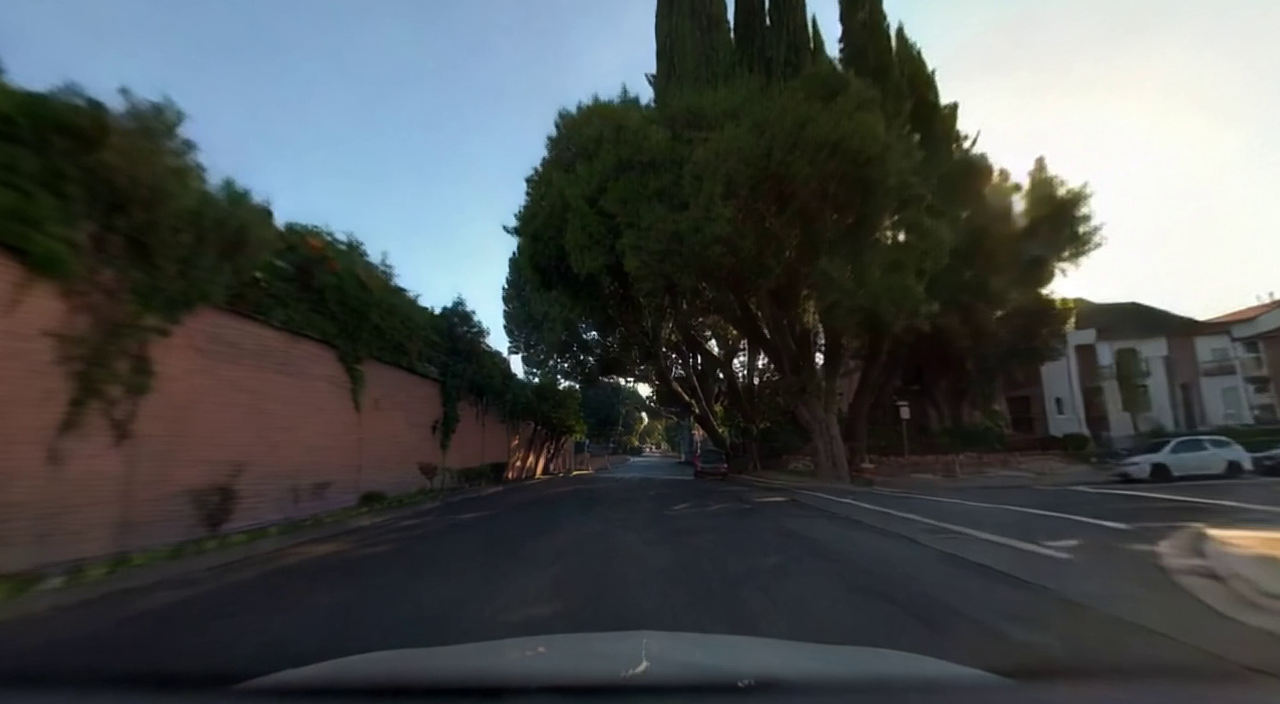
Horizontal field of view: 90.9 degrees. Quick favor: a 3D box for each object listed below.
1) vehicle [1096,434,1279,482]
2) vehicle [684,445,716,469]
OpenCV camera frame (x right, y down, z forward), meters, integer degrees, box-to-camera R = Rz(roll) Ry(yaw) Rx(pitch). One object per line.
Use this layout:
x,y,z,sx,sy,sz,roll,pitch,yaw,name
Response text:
19.044,3.715,21.967,4.697,1.502,2.124,1,-11,-4,vehicle
4.452,7.875,47.677,2.048,1.596,5.543,1,-8,2,vehicle
